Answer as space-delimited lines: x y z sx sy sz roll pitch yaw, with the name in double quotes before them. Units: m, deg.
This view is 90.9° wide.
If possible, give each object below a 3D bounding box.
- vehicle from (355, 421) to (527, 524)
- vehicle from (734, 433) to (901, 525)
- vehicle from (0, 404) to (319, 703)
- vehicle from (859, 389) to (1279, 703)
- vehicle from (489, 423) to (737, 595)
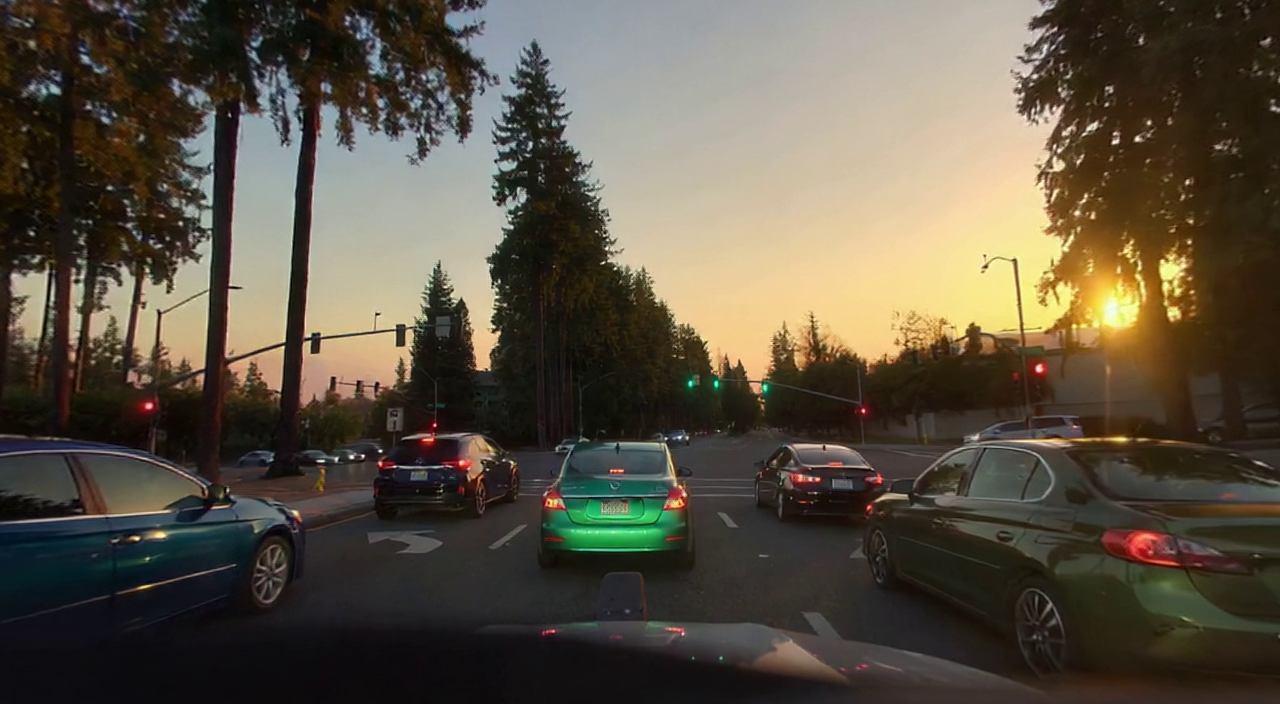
"vehicle" -3.737 2.342 12.792 1.961 1.714 4.268 -1 -8 2
"vehicle" 3.173 2.337 12.331 1.975 1.460 4.357 0 -8 0
"vehicle" -3.646 1.025 3.004 1.935 1.482 4.433 0 -8 -1
"vehicle" 3.131 1.152 4.059 1.903 1.480 4.270 0 -8 0
"vehicle" -0.265 1.650 7.458 2.147 1.479 3.803 0 -8 -1
